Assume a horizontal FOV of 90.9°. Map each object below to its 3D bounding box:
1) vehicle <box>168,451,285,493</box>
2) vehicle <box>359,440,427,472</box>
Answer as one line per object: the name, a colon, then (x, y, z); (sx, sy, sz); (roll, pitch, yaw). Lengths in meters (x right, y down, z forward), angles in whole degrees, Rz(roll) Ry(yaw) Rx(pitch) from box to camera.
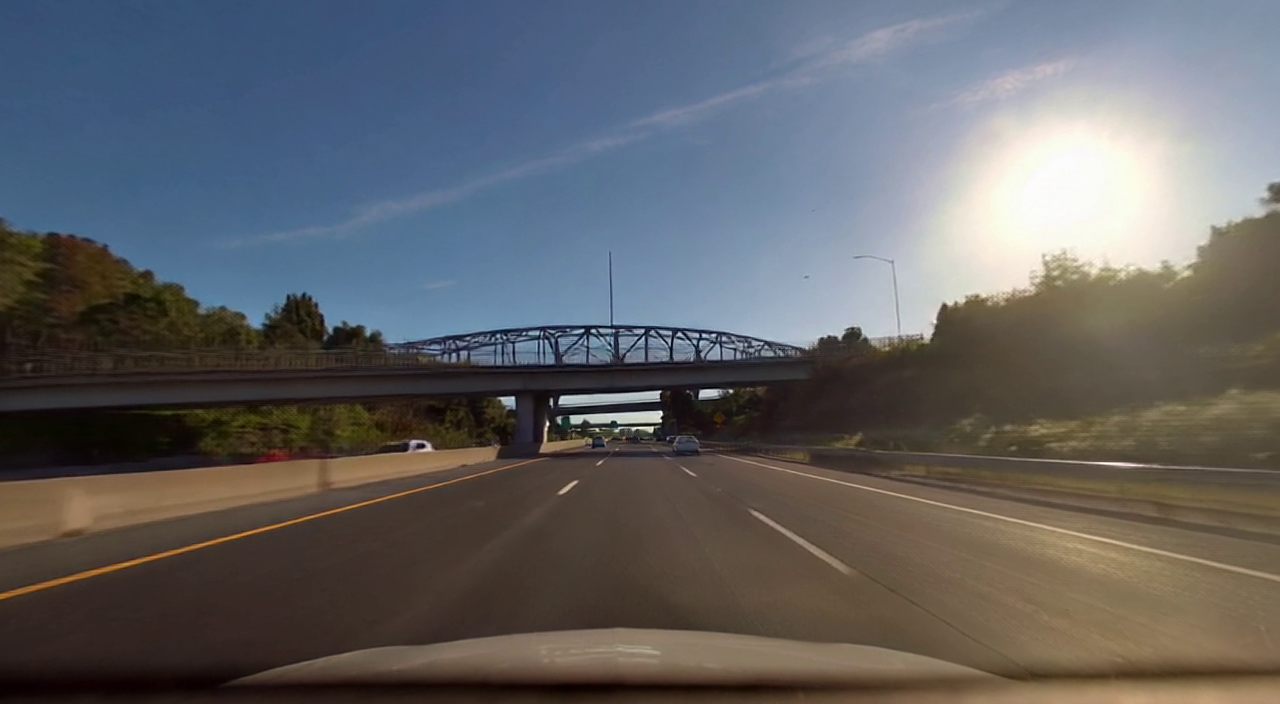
vehicle: (-16.904, 4.887, 26.053); (1.887, 1.469, 4.382); (0, -8, -1)
vehicle: (-12.757, 5.388, 32.877); (1.868, 1.508, 4.408); (0, -8, -1)
